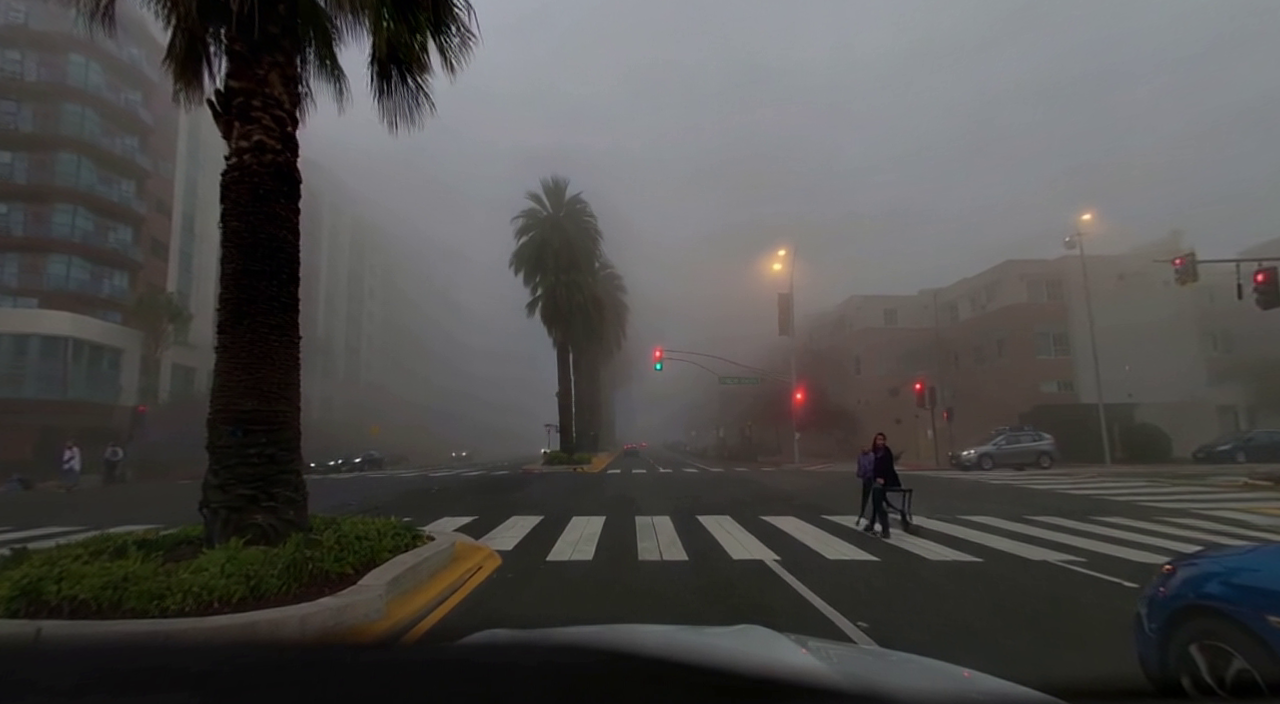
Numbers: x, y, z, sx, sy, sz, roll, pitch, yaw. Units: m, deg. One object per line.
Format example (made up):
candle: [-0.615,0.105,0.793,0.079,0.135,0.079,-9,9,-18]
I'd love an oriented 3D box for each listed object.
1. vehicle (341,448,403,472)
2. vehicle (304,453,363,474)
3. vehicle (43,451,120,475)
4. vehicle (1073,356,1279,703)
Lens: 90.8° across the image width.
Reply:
vehicle: [-19.714,7.960,46.763,2.357,1.678,5.014,0,-9,0]
vehicle: [-23.691,8.587,49.044,1.955,1.480,5.163,0,-9,1]
vehicle: [-41.623,8.265,47.220,1.804,1.598,4.362,0,-8,-2]
vehicle: [3.296,0.666,1.112,2.060,1.631,4.169,0,-9,0]
